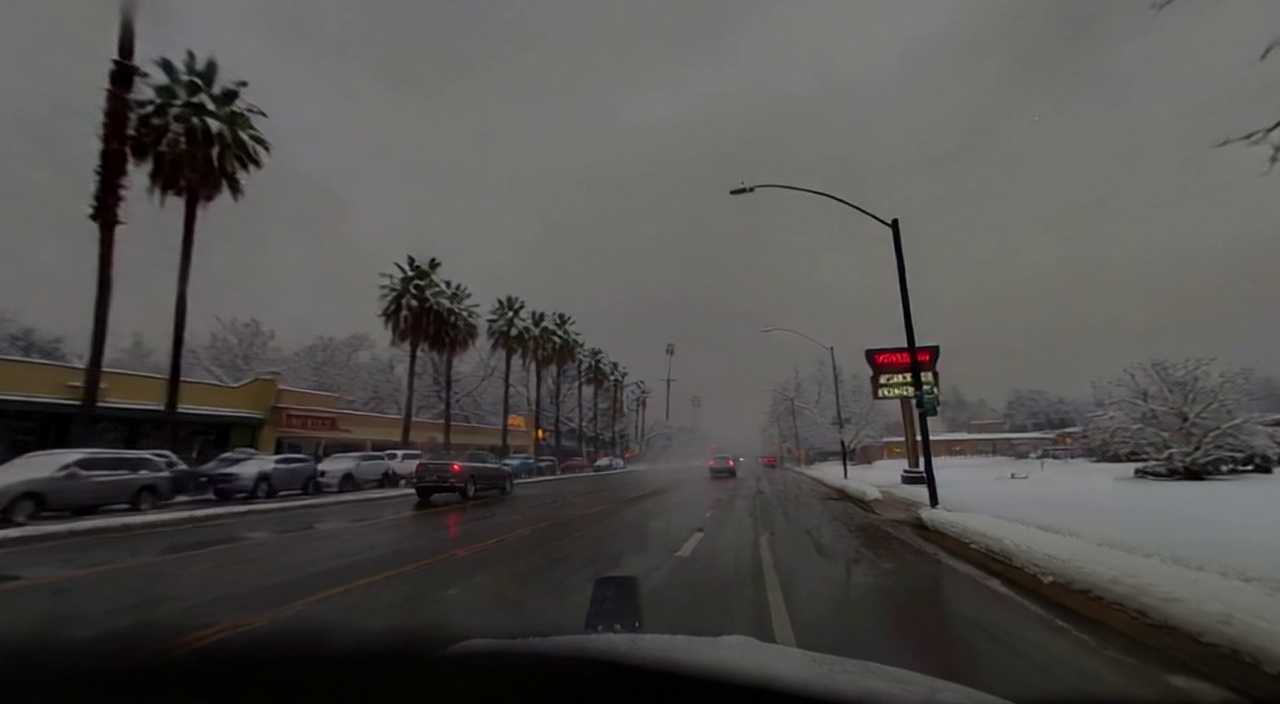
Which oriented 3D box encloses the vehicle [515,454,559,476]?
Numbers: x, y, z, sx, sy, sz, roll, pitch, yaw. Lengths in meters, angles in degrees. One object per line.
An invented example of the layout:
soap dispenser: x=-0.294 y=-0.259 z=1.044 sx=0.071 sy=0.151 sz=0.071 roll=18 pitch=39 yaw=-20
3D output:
vehicle: x=-7.996 y=8.811 z=49.316 sx=1.874 sy=1.488 sz=4.612 roll=-1 pitch=-9 yaw=11

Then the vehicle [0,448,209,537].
vehicle: x=-11.405 y=2.680 z=12.648 sx=1.837 sy=1.468 sz=4.389 roll=-1 pitch=-9 yaw=11

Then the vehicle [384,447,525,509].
vehicle: x=-5.148 y=3.533 z=18.275 sx=2.090 sy=1.520 sz=4.452 roll=-1 pitch=-9 yaw=10

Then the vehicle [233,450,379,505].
vehicle: x=-10.231 y=3.833 z=19.694 sx=1.776 sy=1.448 sz=4.137 roll=-1 pitch=-9 yaw=10

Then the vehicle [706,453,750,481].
vehicle: x=5.194 y=6.619 z=36.528 sx=2.139 sy=1.461 sz=4.918 roll=-2 pitch=-9 yaw=12
